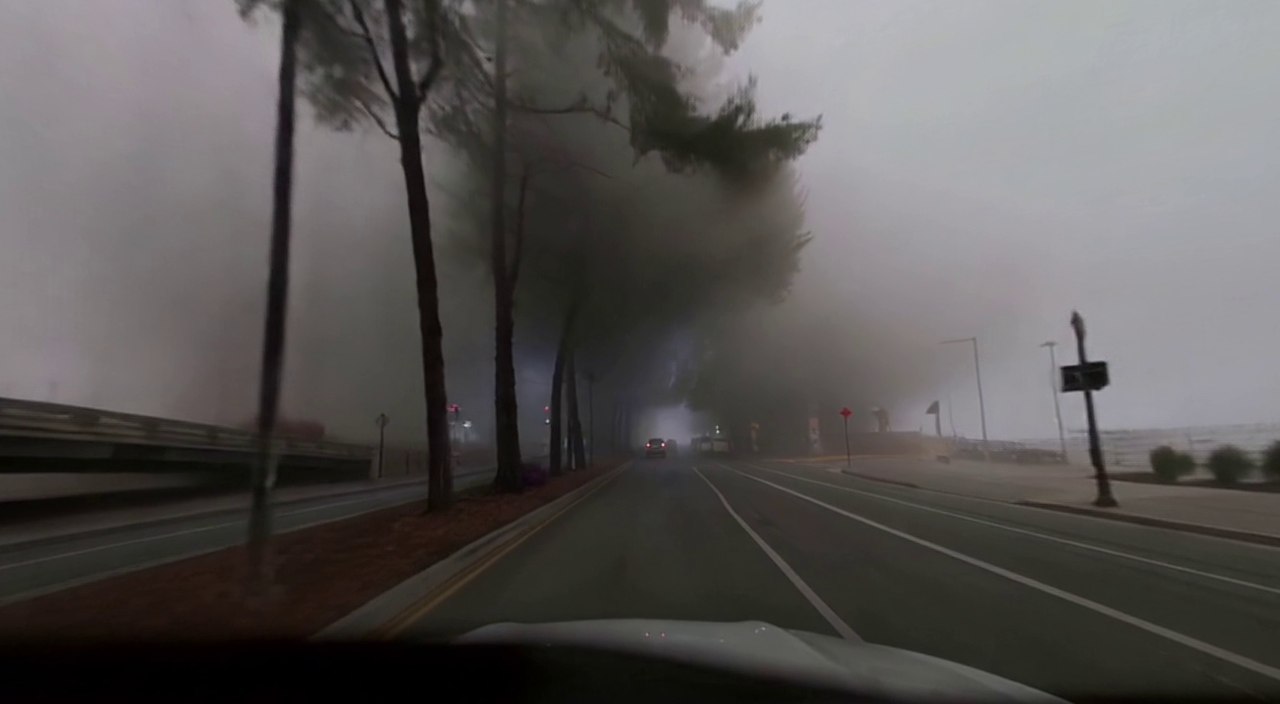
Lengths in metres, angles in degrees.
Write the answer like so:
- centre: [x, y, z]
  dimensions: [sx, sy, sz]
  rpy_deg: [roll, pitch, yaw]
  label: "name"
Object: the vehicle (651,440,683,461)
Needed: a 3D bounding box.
- centre: [2.023, 7.353, 46.923]
  dimensions: [2.280, 1.475, 4.051]
  rpy_deg: [-1, -9, 4]
  label: "vehicle"
